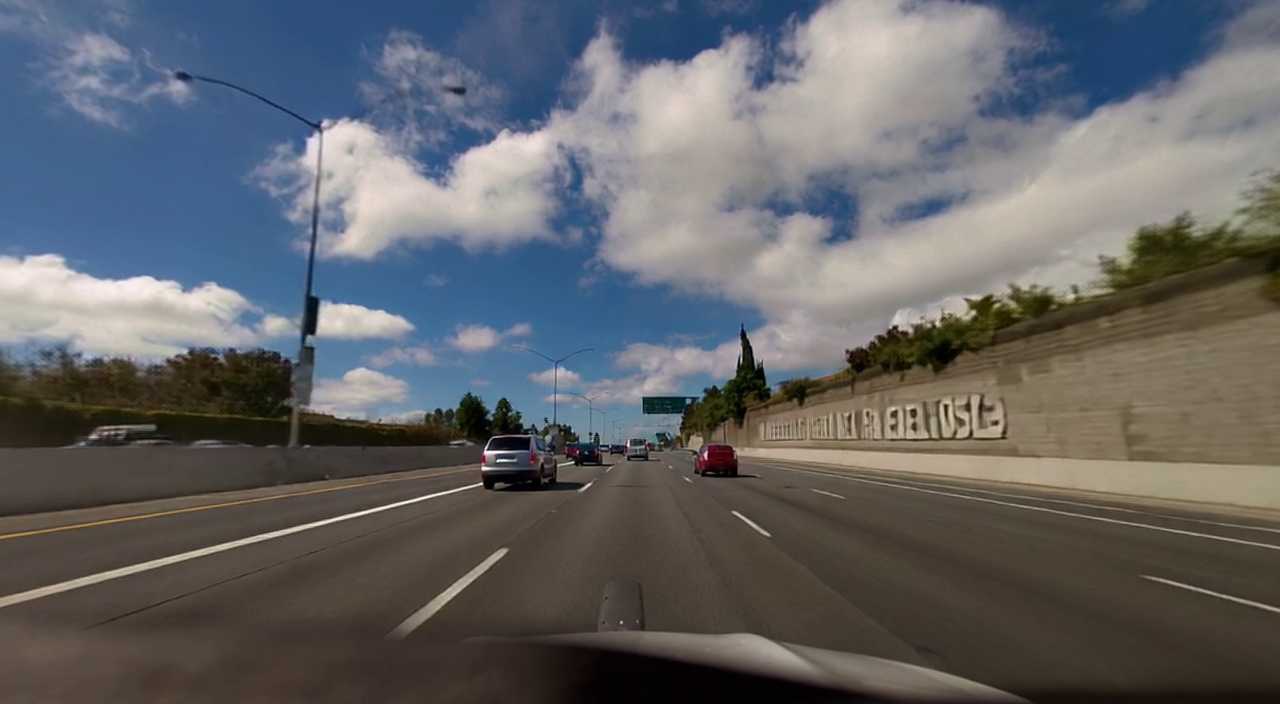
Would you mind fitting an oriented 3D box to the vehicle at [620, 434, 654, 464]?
[{"bbox_3d":[-0.197,7.525,48.867,2.485,2.215,5.199,0,-9,0],"label":"vehicle"}]

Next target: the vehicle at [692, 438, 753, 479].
[{"bbox_3d":[3.838,5.053,30.130,2.224,1.752,4.487,0,-9,-1],"label":"vehicle"}]

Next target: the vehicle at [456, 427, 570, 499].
[{"bbox_3d":[-3.544,3.232,18.791,2.184,1.819,5.441,0,-9,1],"label":"vehicle"}]

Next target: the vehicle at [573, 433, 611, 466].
[{"bbox_3d":[-3.372,7.048,45.472,2.378,2.214,4.352,0,-9,0],"label":"vehicle"}]
